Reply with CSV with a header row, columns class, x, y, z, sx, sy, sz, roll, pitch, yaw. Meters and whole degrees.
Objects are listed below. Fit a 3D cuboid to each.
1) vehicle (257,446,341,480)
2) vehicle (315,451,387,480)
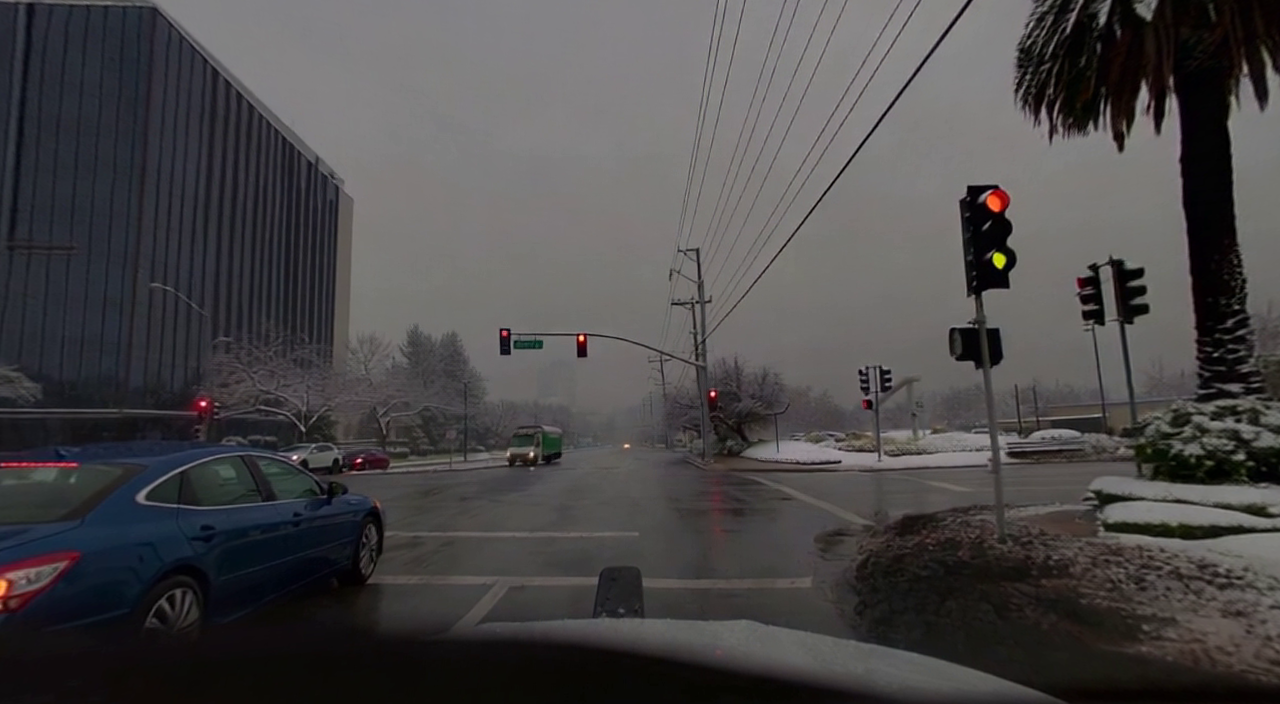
class,x,y,z,sx,sy,sz,roll,pitch,yaw
vehicle,-19.062,6.208,35.501,2.017,1.739,4.569,0,-9,2
vehicle,-15.344,6.023,33.684,1.875,1.389,3.784,0,-9,3
